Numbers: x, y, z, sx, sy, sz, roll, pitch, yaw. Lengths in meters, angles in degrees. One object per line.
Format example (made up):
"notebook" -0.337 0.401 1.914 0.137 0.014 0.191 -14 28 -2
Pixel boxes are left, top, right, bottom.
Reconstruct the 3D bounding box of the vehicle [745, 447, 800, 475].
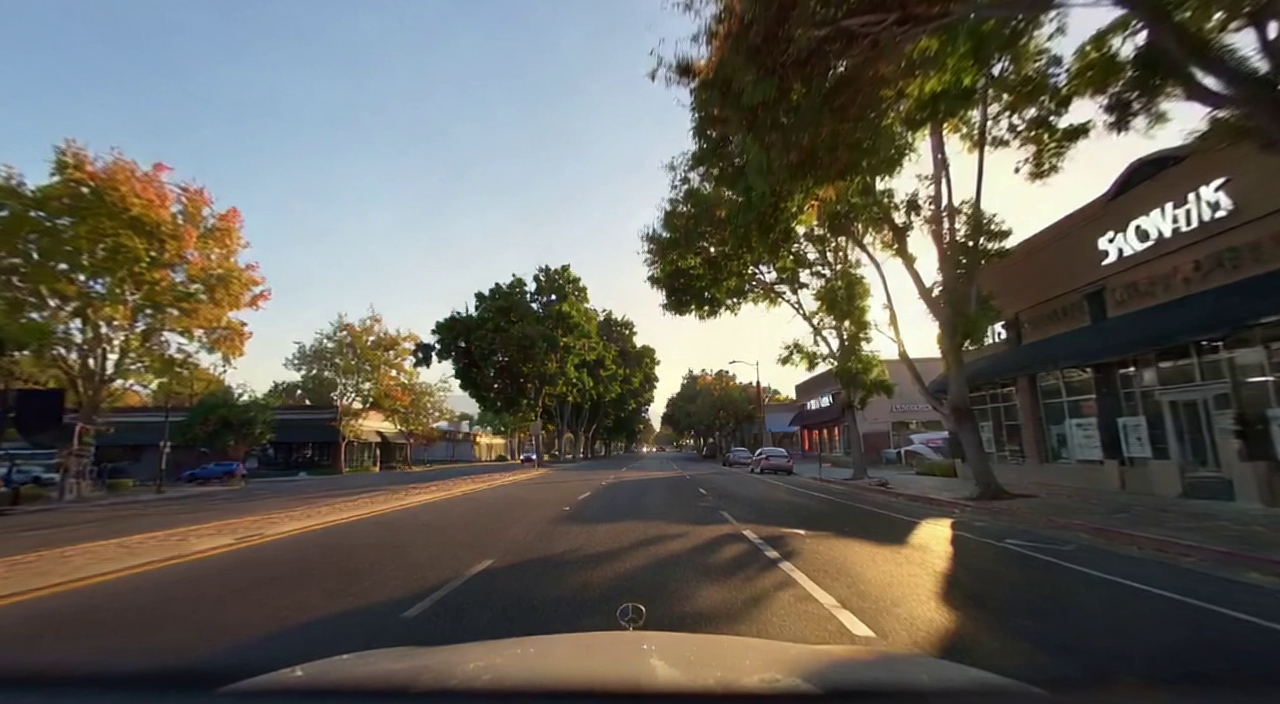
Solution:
"vehicle" 7.591 6.247 36.560 2.119 1.458 4.965 1 -9 0

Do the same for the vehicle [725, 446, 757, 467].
"vehicle" 7.931 8.255 50.000 1.923 1.498 4.676 0 -9 2
